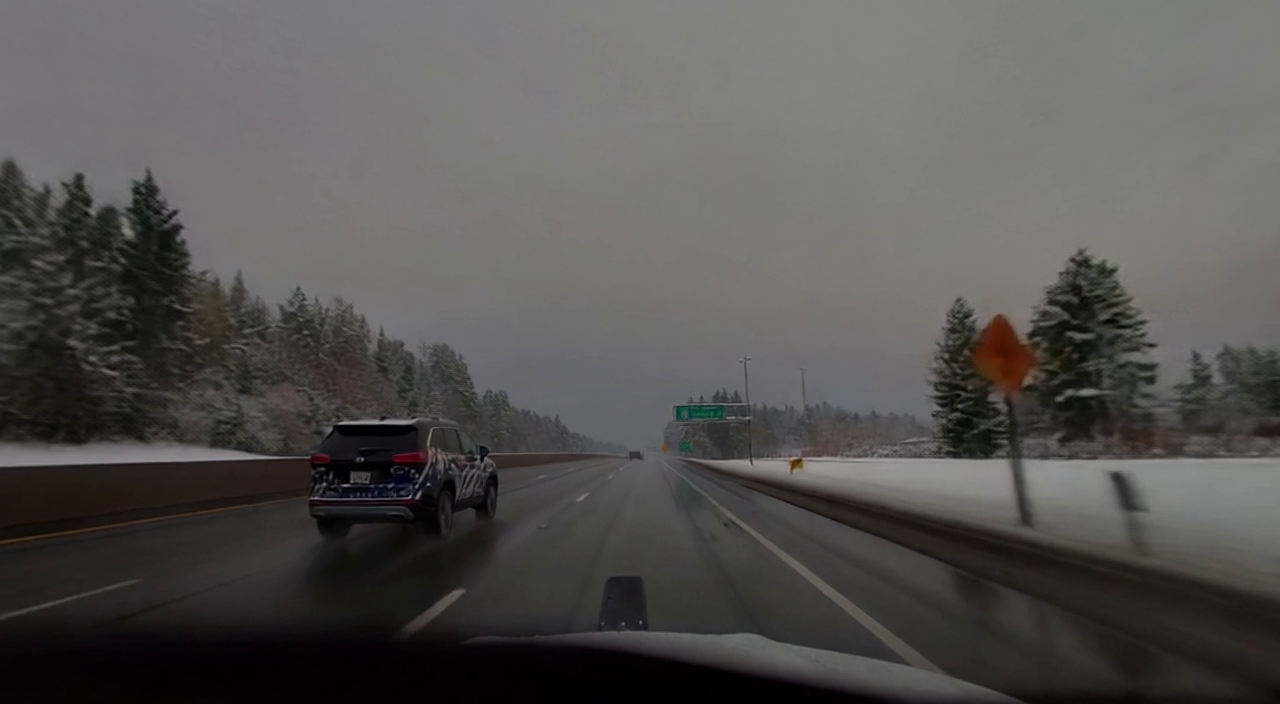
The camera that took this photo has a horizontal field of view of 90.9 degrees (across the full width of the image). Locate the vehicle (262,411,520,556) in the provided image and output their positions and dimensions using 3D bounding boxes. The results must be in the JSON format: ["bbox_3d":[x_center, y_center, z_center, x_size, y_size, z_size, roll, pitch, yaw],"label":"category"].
[{"bbox_3d":[-3.594,2.003,10.355,2.183,1.803,4.685,0,-8,2],"label":"vehicle"}]
